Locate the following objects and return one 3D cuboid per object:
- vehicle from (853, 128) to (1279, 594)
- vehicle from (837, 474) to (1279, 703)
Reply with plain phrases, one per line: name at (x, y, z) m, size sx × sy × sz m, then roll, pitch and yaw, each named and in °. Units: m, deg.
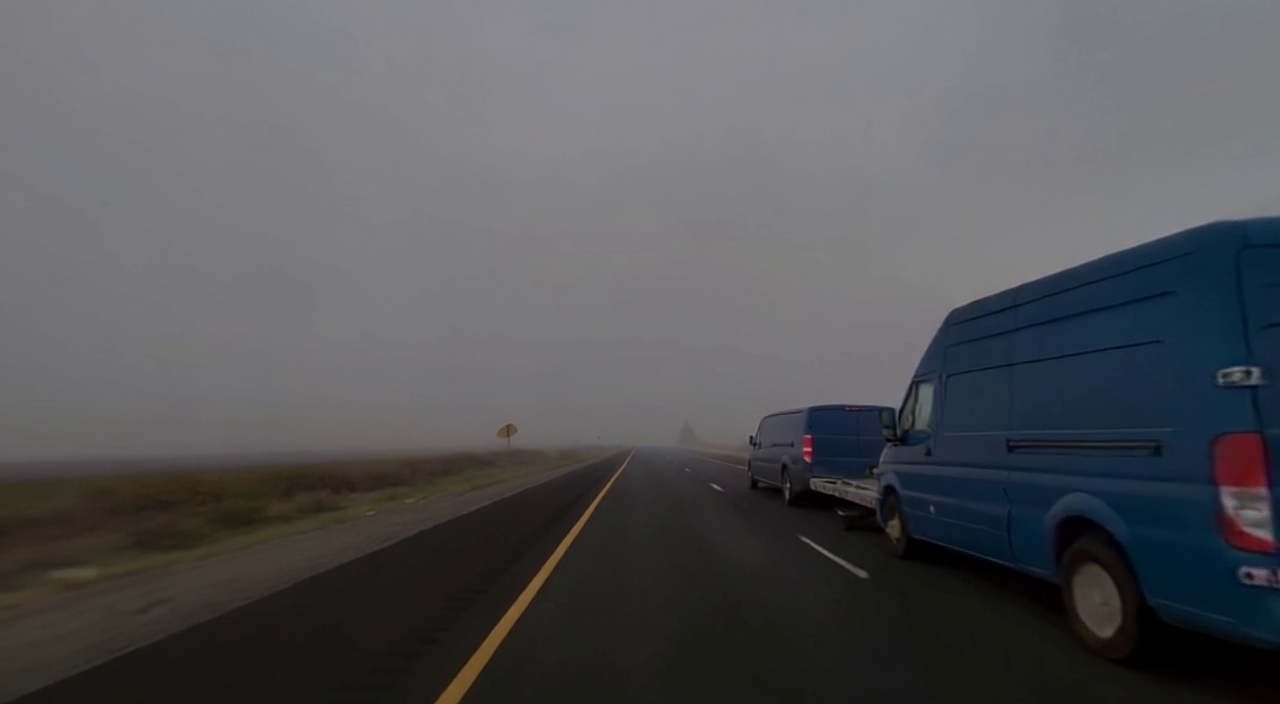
vehicle at (4.061, 0.378, 5.457) m, size 2.444 × 2.053 × 5.616 m, roll 0°, pitch -7°, yaw 0°
vehicle at (3.980, 1.649, 5.398) m, size 2.702 × 0.824 × 6.391 m, roll 0°, pitch -8°, yaw 1°
